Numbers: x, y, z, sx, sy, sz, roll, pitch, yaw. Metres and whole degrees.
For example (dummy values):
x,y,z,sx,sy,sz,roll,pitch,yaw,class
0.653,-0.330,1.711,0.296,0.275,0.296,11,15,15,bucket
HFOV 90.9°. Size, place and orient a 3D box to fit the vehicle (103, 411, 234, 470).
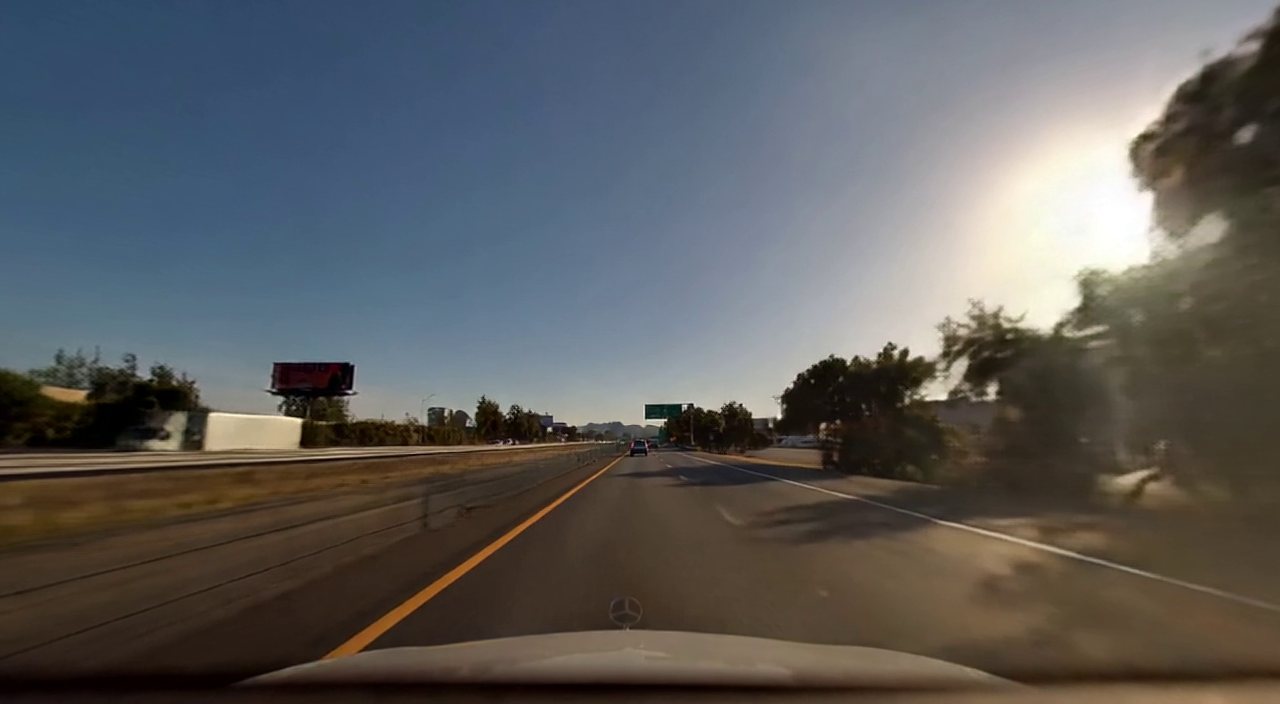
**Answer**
x,y,z,sx,sy,sz,roll,pitch,yaw,class
-32.677,6.229,44.258,2.995,3.749,7.908,0,-8,0,vehicle
